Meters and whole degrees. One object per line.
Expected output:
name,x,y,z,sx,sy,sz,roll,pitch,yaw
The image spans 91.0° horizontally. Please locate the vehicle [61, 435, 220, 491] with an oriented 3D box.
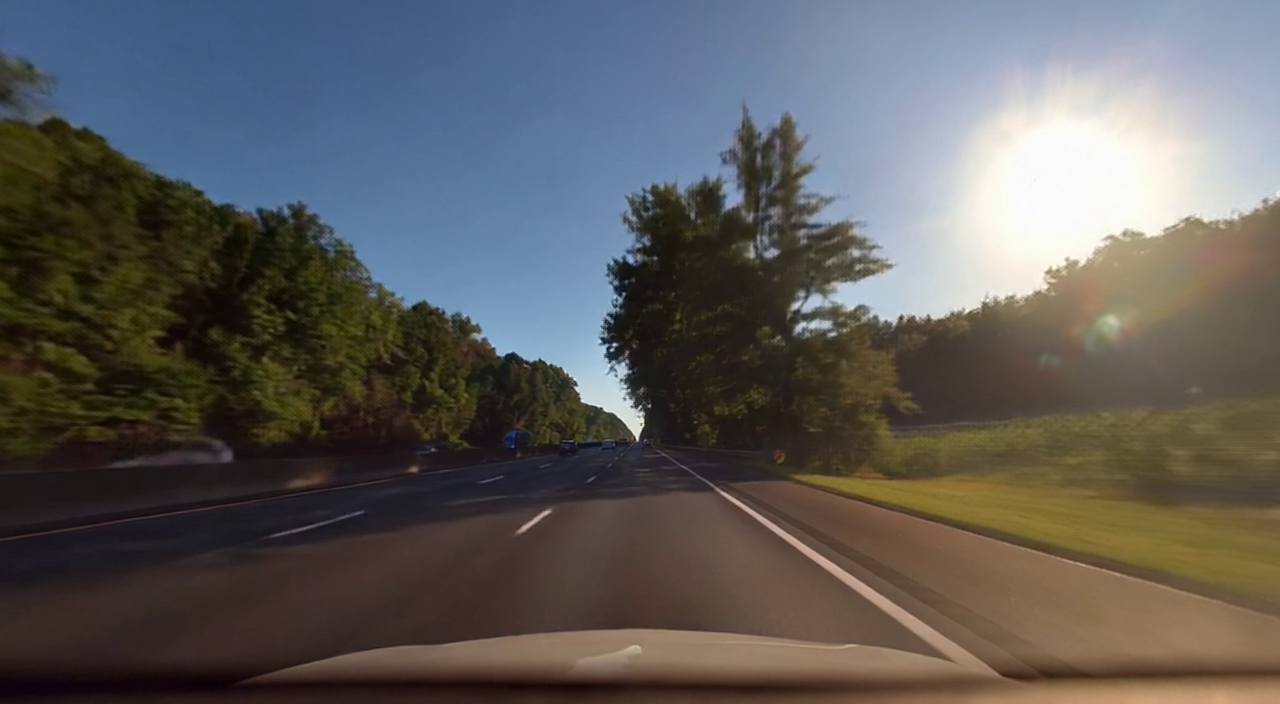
vehicle,-15.522,3.415,19.905,1.771,1.483,4.008,3,-7,-2
